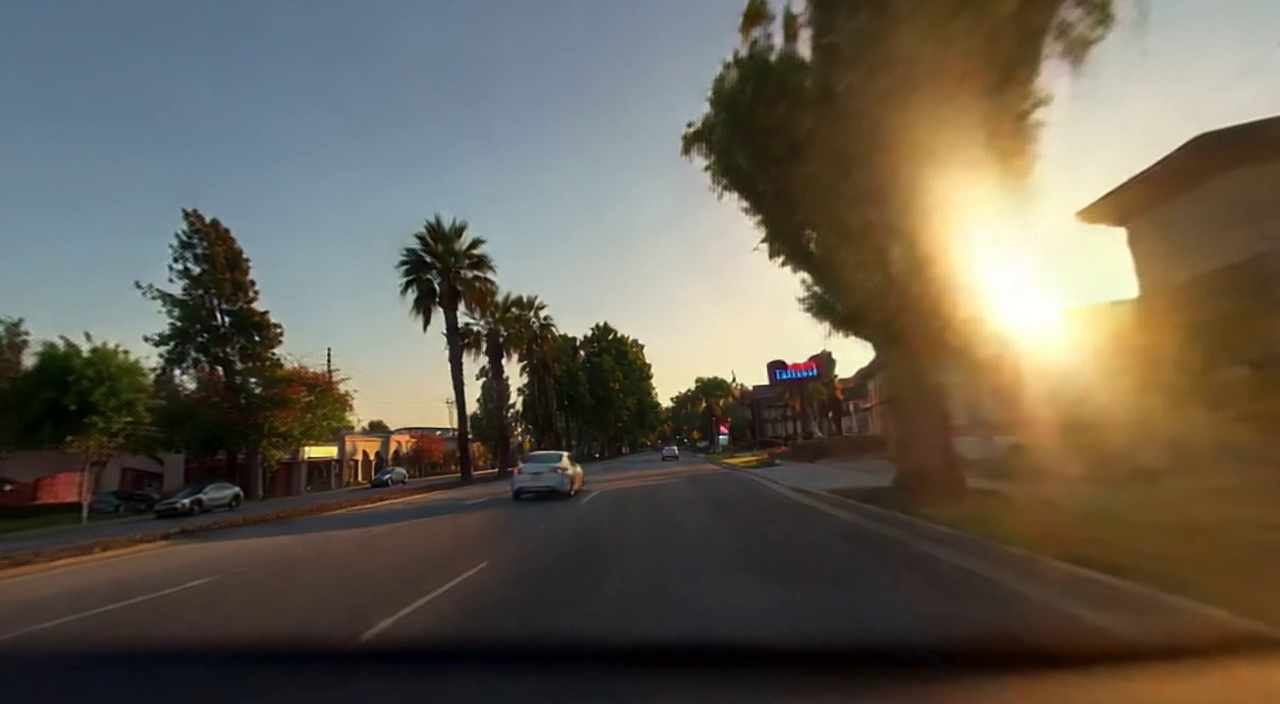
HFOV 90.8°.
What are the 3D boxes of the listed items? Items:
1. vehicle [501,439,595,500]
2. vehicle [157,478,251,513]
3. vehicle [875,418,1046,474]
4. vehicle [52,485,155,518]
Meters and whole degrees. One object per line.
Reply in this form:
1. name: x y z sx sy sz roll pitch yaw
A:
1. vehicle: -2.850 3.755 20.707 2.147 1.745 4.648 -1 -8 3
2. vehicle: -23.955 7.872 34.966 1.929 1.552 4.488 0 -8 2
3. vehicle: 10.629 3.159 21.279 4.577 1.750 2.115 -1 -8 4
4. vehicle: -34.776 9.677 41.014 4.710 1.897 2.146 0 -8 1
